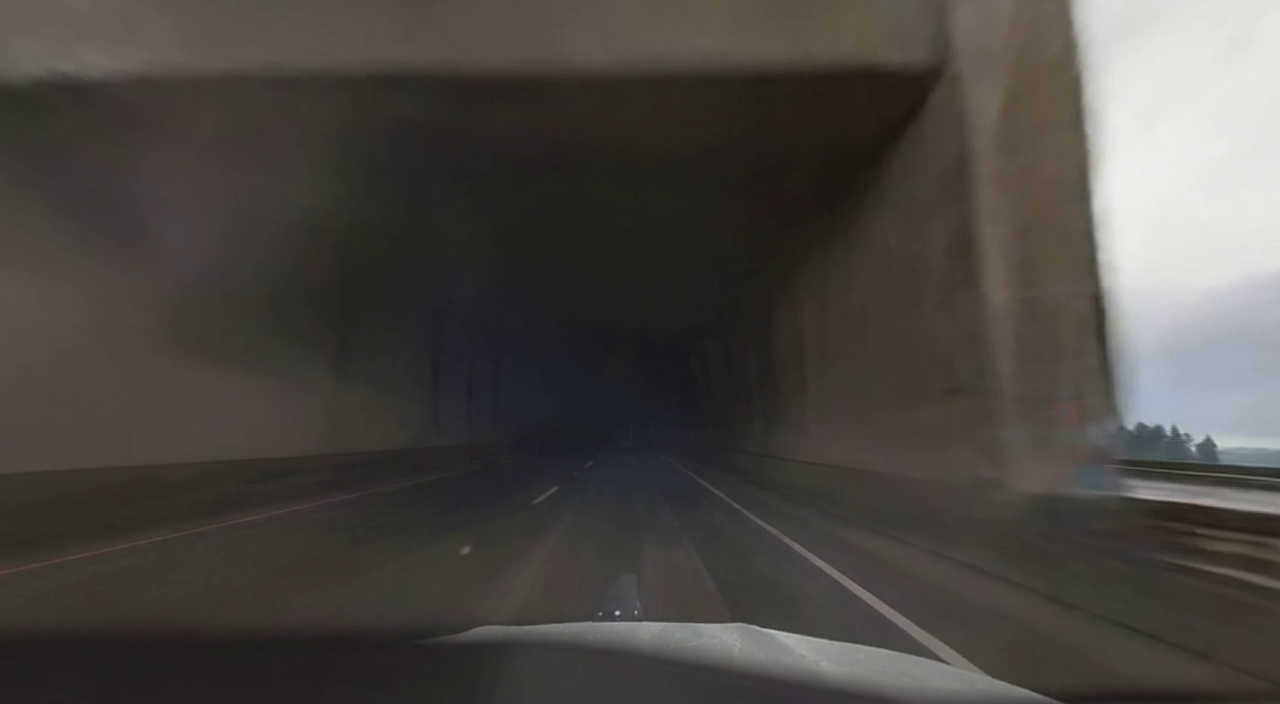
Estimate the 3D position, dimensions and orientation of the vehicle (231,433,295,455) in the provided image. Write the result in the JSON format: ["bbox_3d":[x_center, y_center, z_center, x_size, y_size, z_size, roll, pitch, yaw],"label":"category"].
[{"bbox_3d":[-26.359,6.427,44.085,1.805,1.425,4.525,0,-8,-2],"label":"vehicle"}]

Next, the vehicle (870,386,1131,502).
[{"bbox_3d":[12.407,3.399,23.902,3.009,3.265,12.098,0,-8,1],"label":"vehicle"}]
